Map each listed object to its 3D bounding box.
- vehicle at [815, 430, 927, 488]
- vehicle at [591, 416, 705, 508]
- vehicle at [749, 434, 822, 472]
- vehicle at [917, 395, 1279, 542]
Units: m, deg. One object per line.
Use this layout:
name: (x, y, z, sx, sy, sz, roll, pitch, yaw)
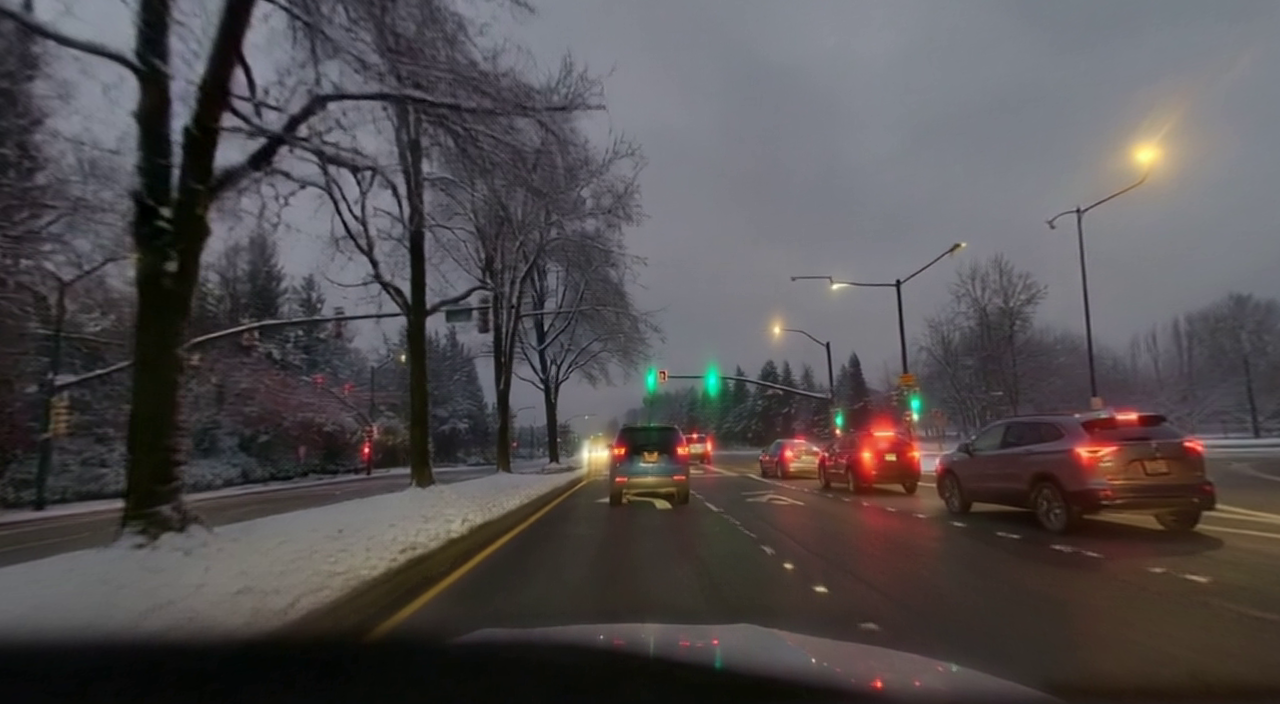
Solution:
vehicle: (7.311, 3.431, 20.494, 2.025, 1.642, 4.189, 0, -9, 0)
vehicle: (0.128, 2.603, 15.223, 2.353, 1.894, 4.122, 0, -9, -1)
vehicle: (7.247, 5.109, 32.076, 2.440, 1.775, 4.791, 0, -9, -1)
vehicle: (7.121, 1.911, 10.885, 2.251, 1.873, 5.346, 0, -9, 0)
